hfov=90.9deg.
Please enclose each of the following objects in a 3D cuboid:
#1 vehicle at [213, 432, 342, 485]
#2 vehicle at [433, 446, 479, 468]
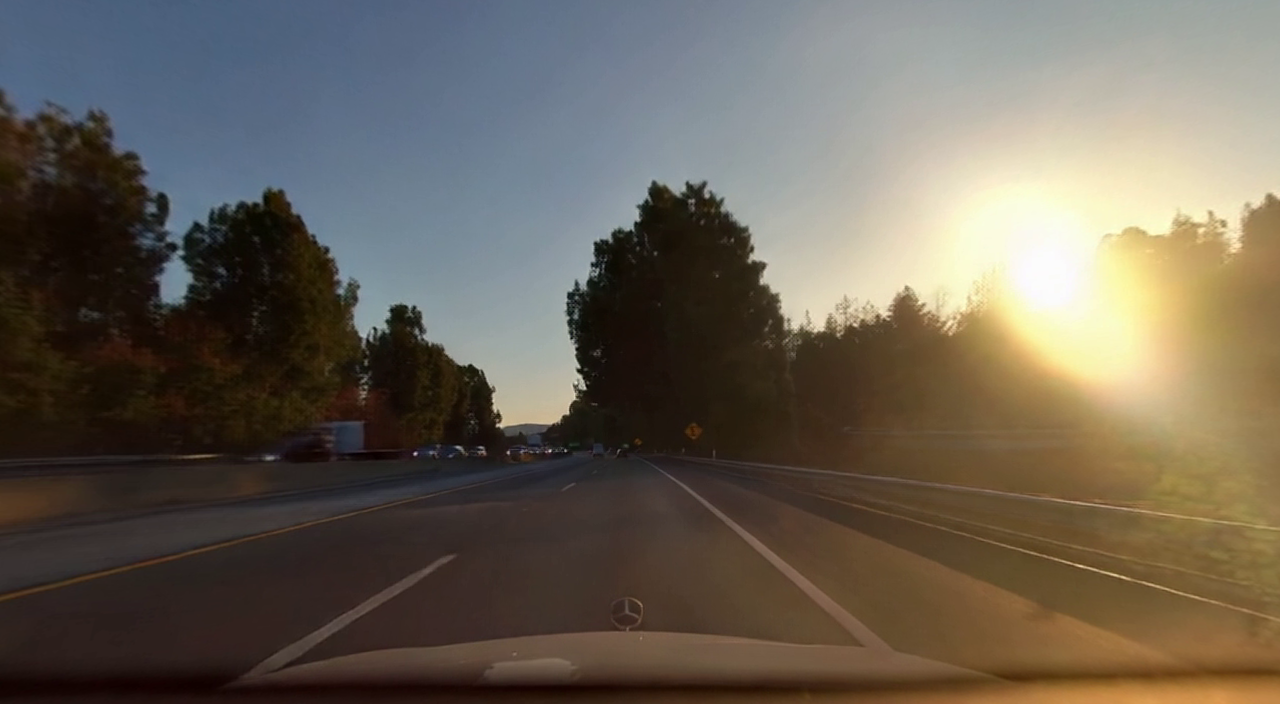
[{"bbox_3d":[-13.556,4.029,23.989,2.107,1.790,4.620,0,-9,0],"label":"vehicle"},{"bbox_3d":[-13.484,7.721,46.466,2.027,1.519,4.733,0,-9,0],"label":"vehicle"}]
